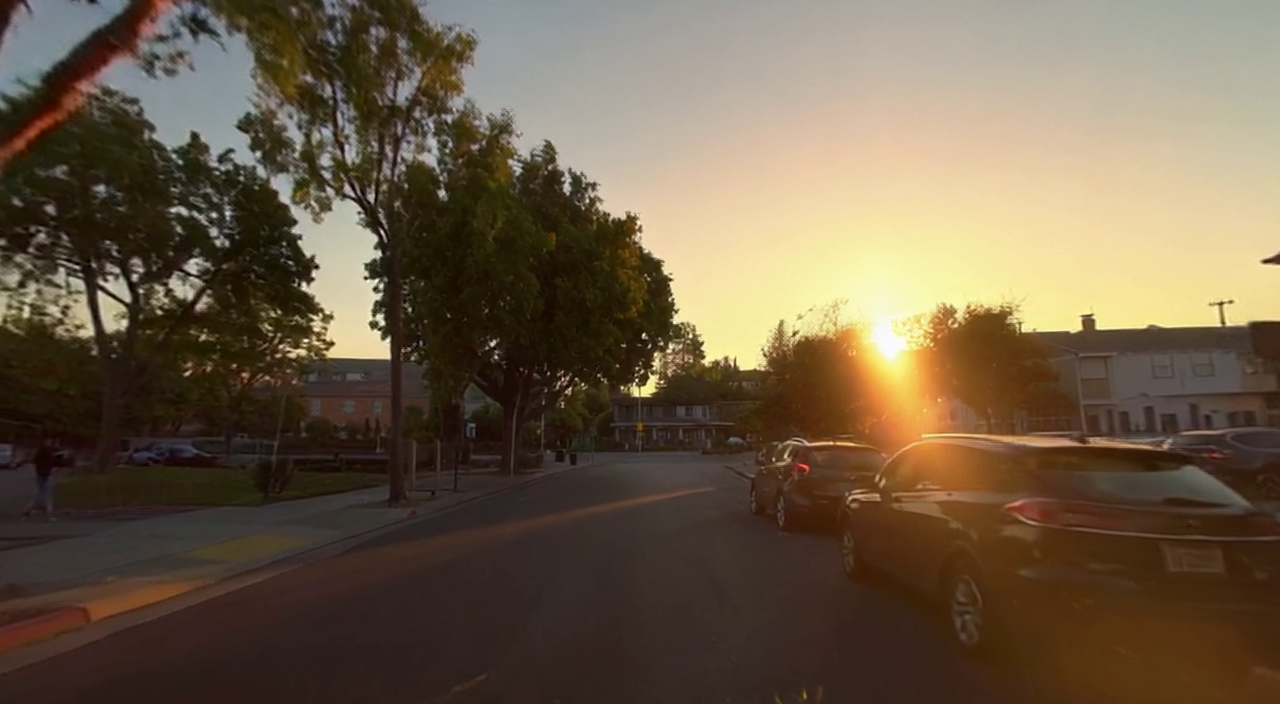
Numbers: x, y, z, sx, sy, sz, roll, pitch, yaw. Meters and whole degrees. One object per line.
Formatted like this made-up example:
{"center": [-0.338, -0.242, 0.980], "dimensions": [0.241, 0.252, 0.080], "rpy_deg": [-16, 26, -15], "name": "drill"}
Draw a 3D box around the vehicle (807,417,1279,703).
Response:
{"center": [3.078, 1.437, 5.386], "dimensions": [2.064, 1.532, 4.596], "rpy_deg": [0, -9, 0], "name": "vehicle"}
